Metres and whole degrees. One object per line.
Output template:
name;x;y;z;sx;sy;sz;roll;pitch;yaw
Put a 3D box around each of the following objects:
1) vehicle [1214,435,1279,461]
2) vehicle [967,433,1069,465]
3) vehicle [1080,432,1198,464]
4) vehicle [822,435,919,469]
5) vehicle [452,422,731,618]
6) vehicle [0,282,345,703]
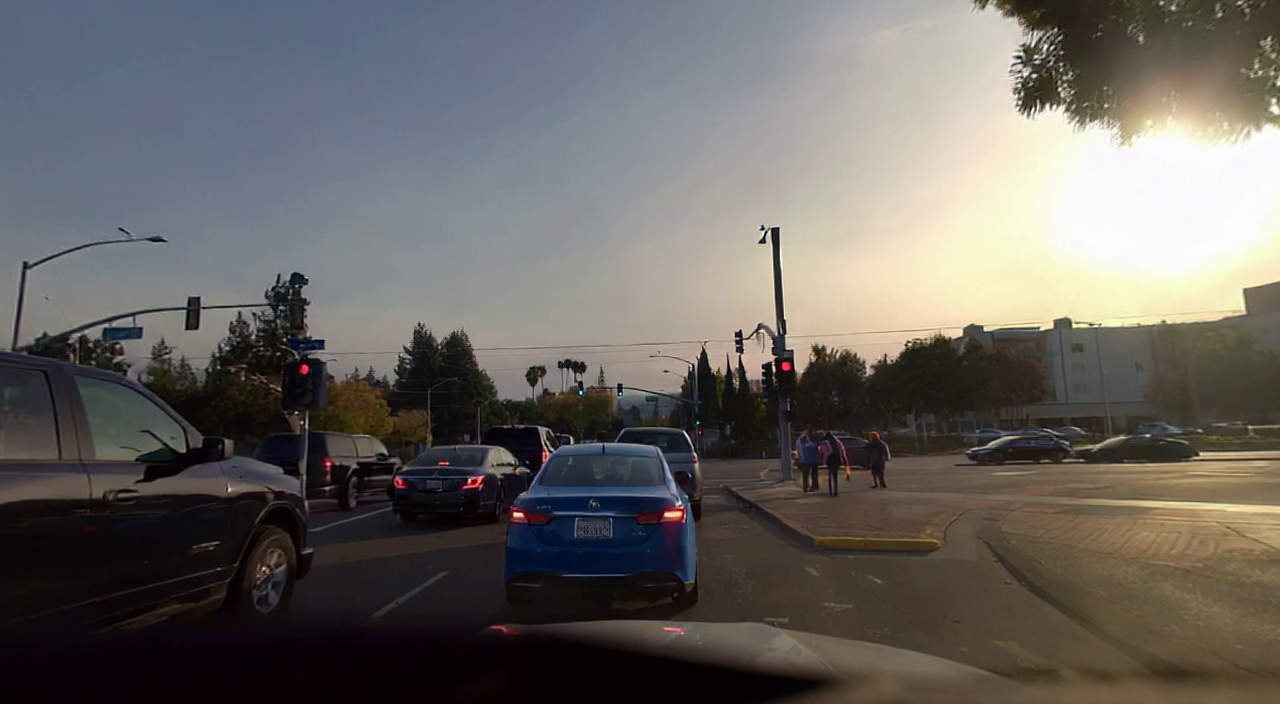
vehicle;36.267;5.503;36.151;4.643;1.464;1.840;-1;-9;3
vehicle;21.946;5.647;36.719;4.529;1.786;2.110;0;-9;2
vehicle;28.959;5.574;36.708;4.967;1.794;2.044;0;-9;2
vehicle;12.211;5.332;33.626;4.394;1.724;1.886;0;-9;1
vehicle;-0.379;1.631;7.149;2.144;1.497;4.446;0;-9;0
vehicle;-3.685;0.751;2.825;2.202;1.961;4.980;0;-9;1
